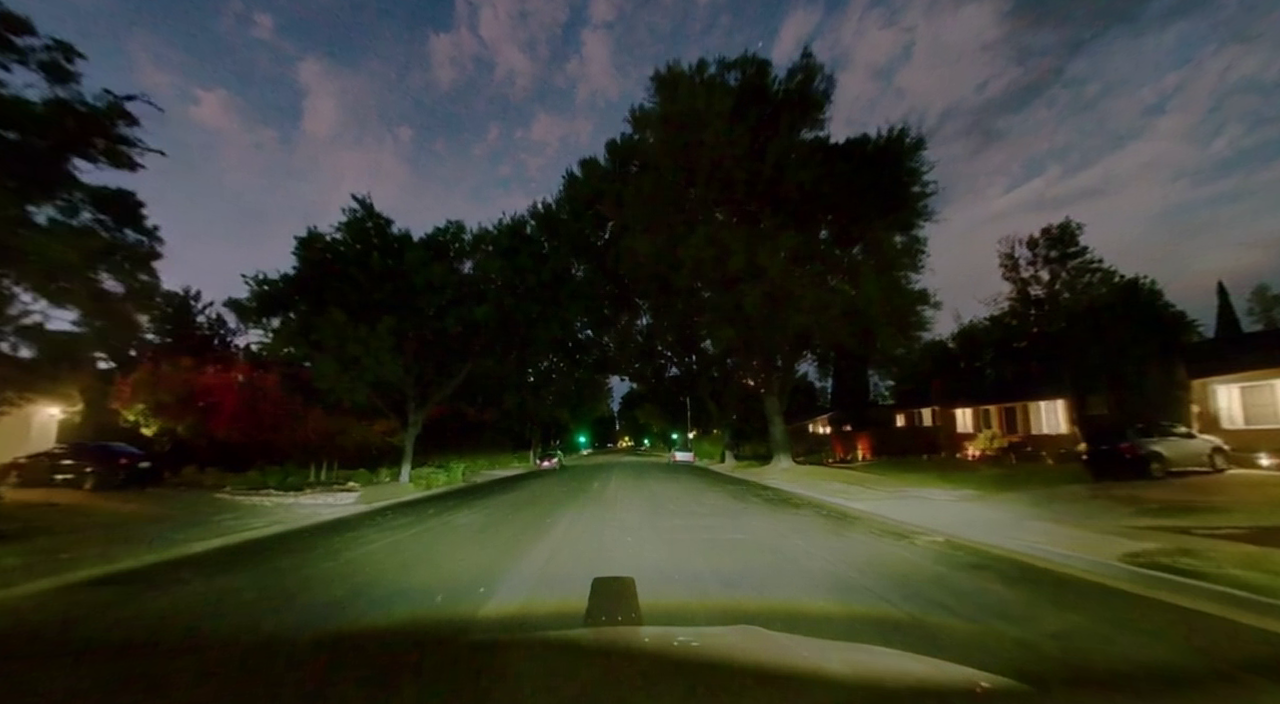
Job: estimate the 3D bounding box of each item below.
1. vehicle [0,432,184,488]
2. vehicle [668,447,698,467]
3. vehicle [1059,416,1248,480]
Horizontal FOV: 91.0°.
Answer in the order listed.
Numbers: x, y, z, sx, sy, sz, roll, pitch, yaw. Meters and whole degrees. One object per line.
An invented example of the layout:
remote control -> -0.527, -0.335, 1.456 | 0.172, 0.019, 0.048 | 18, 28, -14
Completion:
vehicle -> -16.013, 3.069, 17.967 | 4.351, 1.474, 2.015 | 0, -9, -2
vehicle -> 3.336, 8.208, 49.357 | 2.011, 1.521, 4.292 | 0, -9, 0
vehicle -> 15.202, 2.845, 18.702 | 4.468, 1.728, 2.135 | 3, -9, -19
